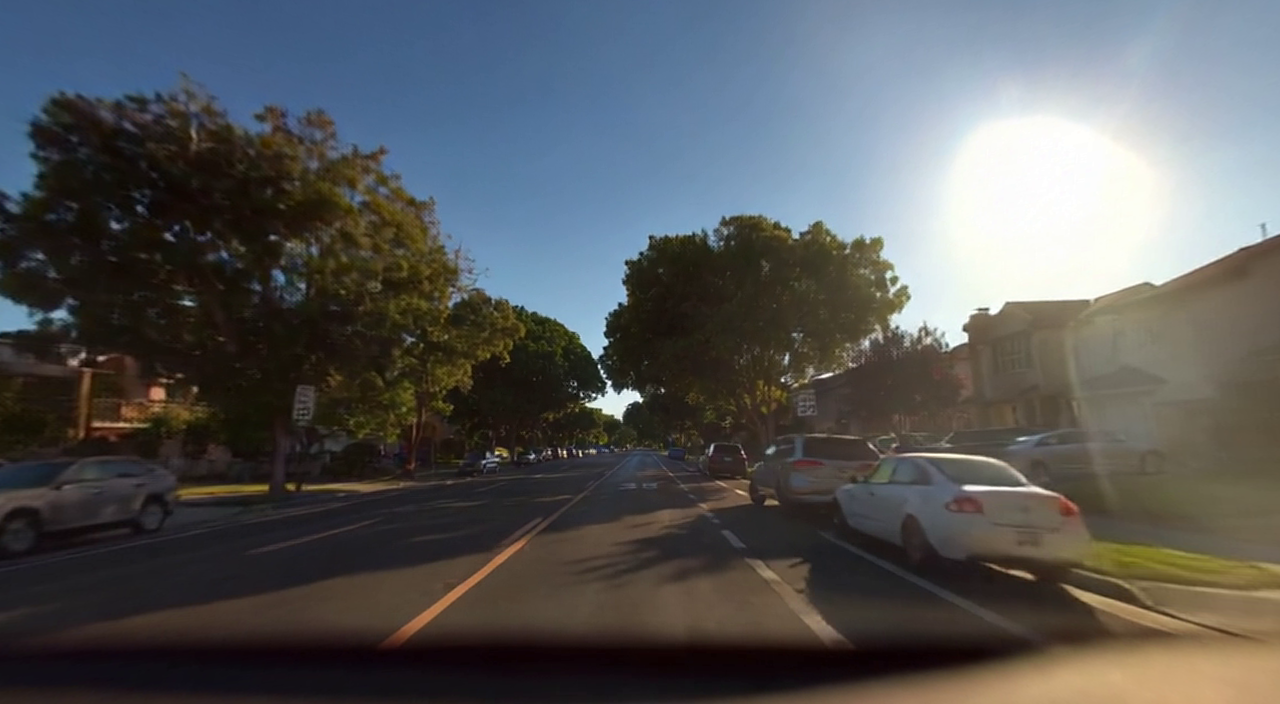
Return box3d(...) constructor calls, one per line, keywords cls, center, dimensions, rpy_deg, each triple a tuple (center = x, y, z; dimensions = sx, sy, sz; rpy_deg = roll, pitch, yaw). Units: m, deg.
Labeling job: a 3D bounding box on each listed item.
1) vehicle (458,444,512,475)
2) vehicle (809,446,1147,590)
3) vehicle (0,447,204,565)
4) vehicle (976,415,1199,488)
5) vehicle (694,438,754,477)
box3d(cls="vehicle", center=(-10.745, 7.524, 44.302), dimensions=(2.338, 1.871, 5.795), rpy_deg=(-3, -9, 0))
box3d(cls="vehicle", center=(4.126, 2.070, 8.979), dimensions=(2.087, 1.454, 4.914), rpy_deg=(0, -8, 0))
box3d(cls="vehicle", center=(-10.765, 2.667, 11.433), dimensions=(2.093, 1.767, 5.120), rpy_deg=(-1, -9, 0))
box3d(cls="vehicle", center=(11.947, 2.697, 17.153), dimensions=(4.415, 1.705, 1.914), rpy_deg=(-3, -9, 4))
box3d(cls="vehicle", center=(4.132, 5.291, 31.883), dimensions=(2.254, 1.812, 4.817), rpy_deg=(0, -8, -1))
